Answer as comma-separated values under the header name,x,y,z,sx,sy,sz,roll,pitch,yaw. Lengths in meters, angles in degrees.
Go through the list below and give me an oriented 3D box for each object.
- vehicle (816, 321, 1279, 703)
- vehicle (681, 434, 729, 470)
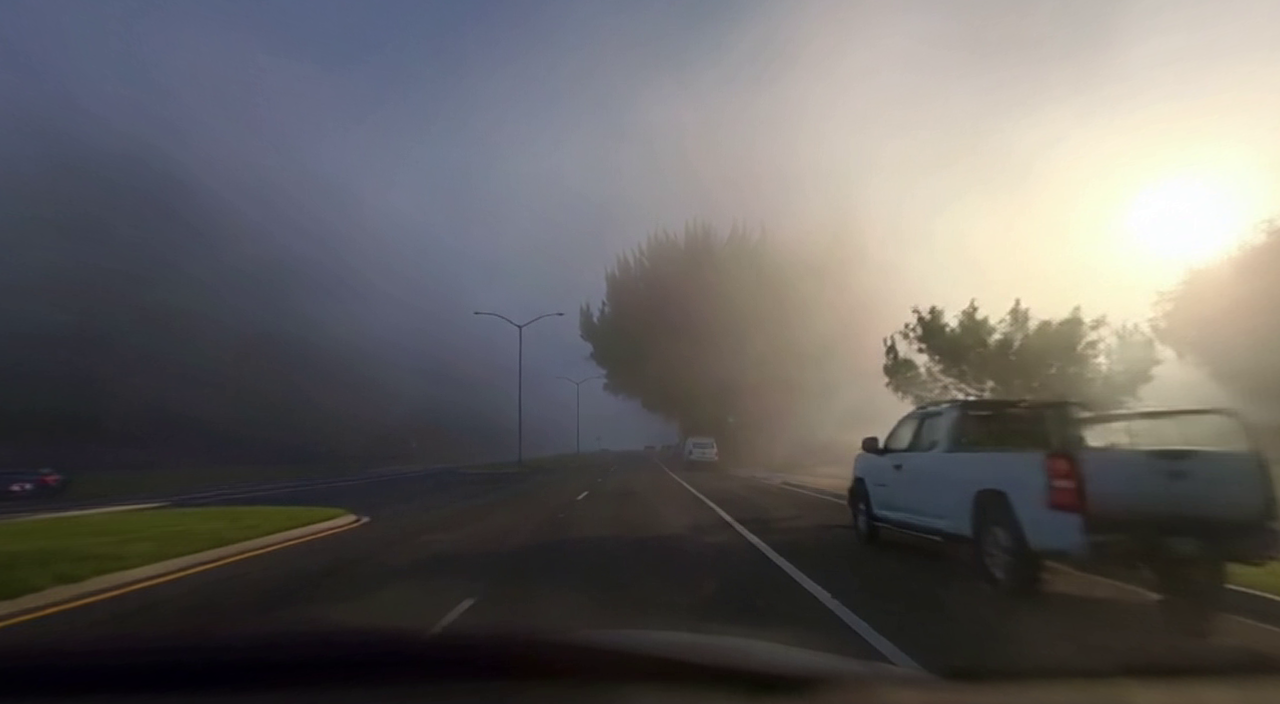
name,x,y,z,sx,sy,sz,roll,pitch,yaw
vehicle,3.780,1.180,5.797,2.493,1.896,5.433,0,-8,-3
vehicle,3.538,5.553,35.272,2.144,1.848,4.159,0,-8,-2
